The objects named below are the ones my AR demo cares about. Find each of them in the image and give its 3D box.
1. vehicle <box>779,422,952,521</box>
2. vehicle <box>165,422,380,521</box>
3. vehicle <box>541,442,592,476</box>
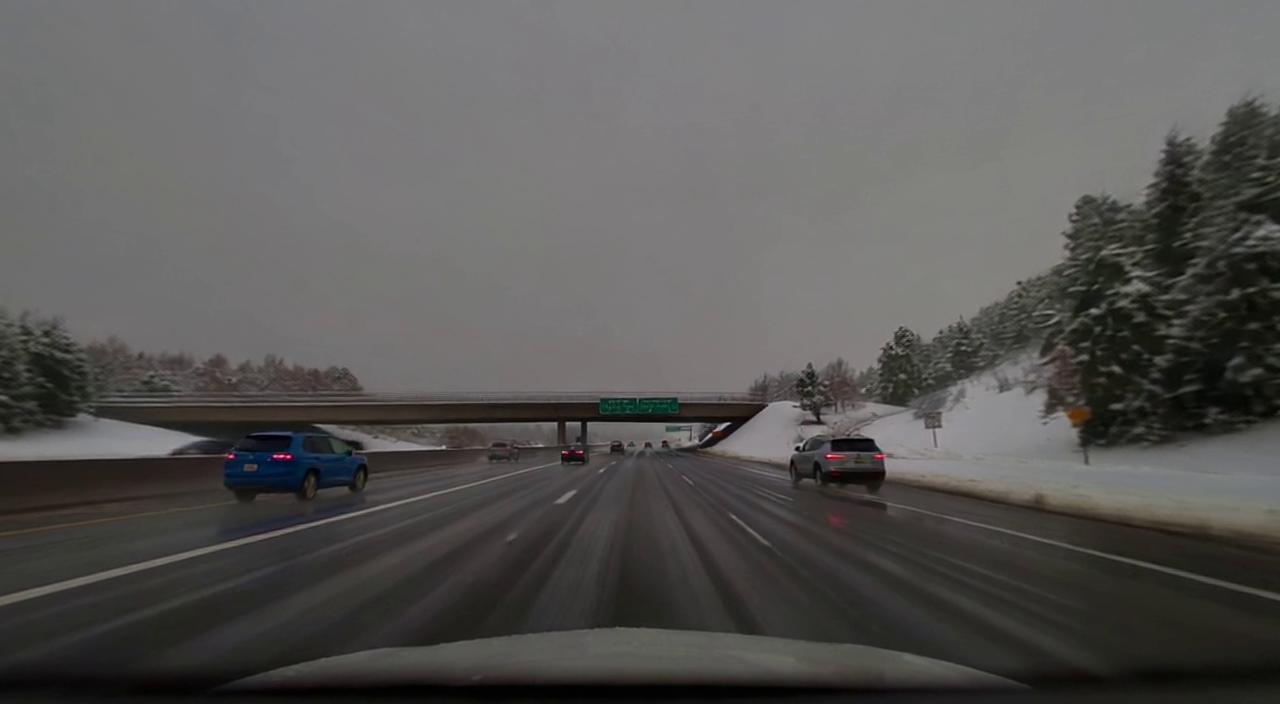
[{"bbox_3d":[4.469,2.443,13.423,1.950,1.719,4.545,0,-9,0],"label":"vehicle"},{"bbox_3d":[-7.196,2.374,13.006,1.860,1.694,4.173,0,-9,0],"label":"vehicle"},{"bbox_3d":[-3.437,5.108,30.379,1.925,1.509,4.363,0,-9,0],"label":"vehicle"}]
